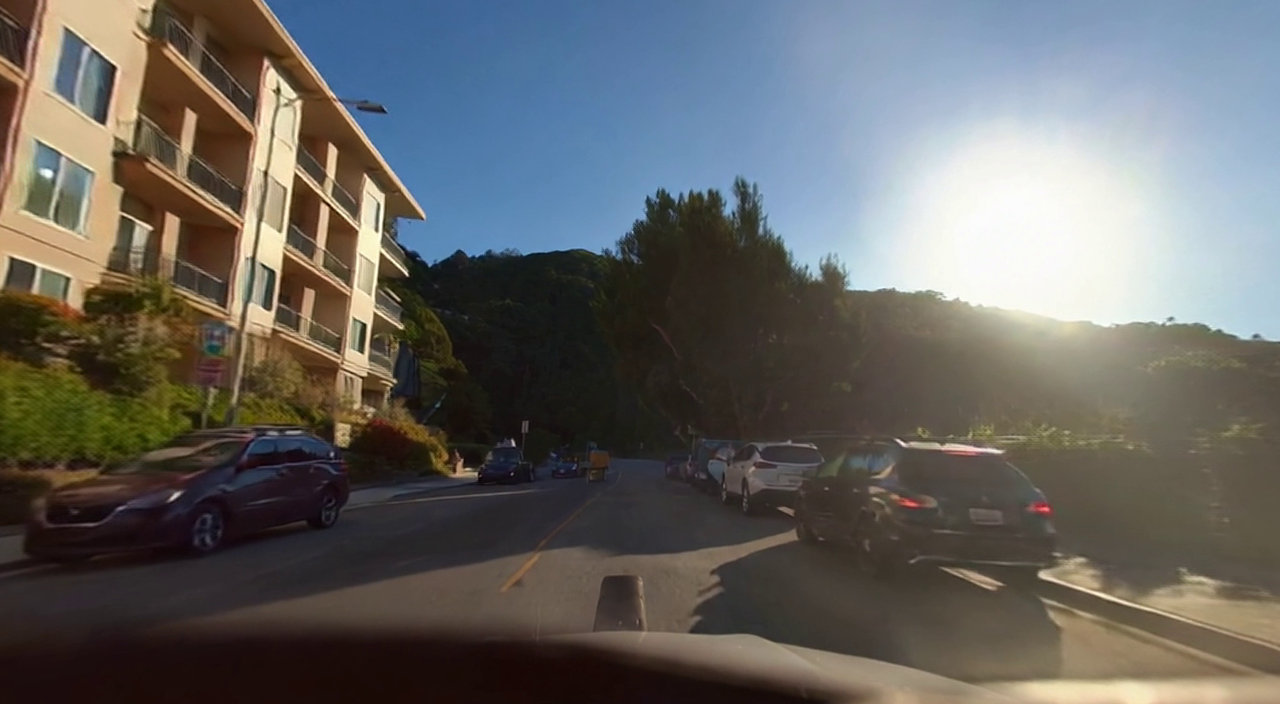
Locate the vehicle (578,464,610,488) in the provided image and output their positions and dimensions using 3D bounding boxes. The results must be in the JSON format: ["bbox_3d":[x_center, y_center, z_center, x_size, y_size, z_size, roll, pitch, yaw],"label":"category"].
[{"bbox_3d":[-3.320,9.148,46.135,2.102,1.621,4.627,0,-13,-2],"label":"vehicle"}]

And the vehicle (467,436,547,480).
[{"bbox_3d":[-6.425,5.369,31.330,2.692,1.949,5.948,0,-11,0],"label":"vehicle"}]

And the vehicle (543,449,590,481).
[{"bbox_3d":[-3.573,5.624,31.357,1.856,1.474,4.522,0,-10,-1],"label":"vehicle"}]

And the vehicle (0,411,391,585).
[{"bbox_3d":[-6.191,1.984,9.616,2.374,1.843,5.638,0,-9,1],"label":"vehicle"}]

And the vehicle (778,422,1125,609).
[{"bbox_3d":[3.218,1.768,7.781,1.926,1.602,4.433,0,-9,-1],"label":"vehicle"}]
